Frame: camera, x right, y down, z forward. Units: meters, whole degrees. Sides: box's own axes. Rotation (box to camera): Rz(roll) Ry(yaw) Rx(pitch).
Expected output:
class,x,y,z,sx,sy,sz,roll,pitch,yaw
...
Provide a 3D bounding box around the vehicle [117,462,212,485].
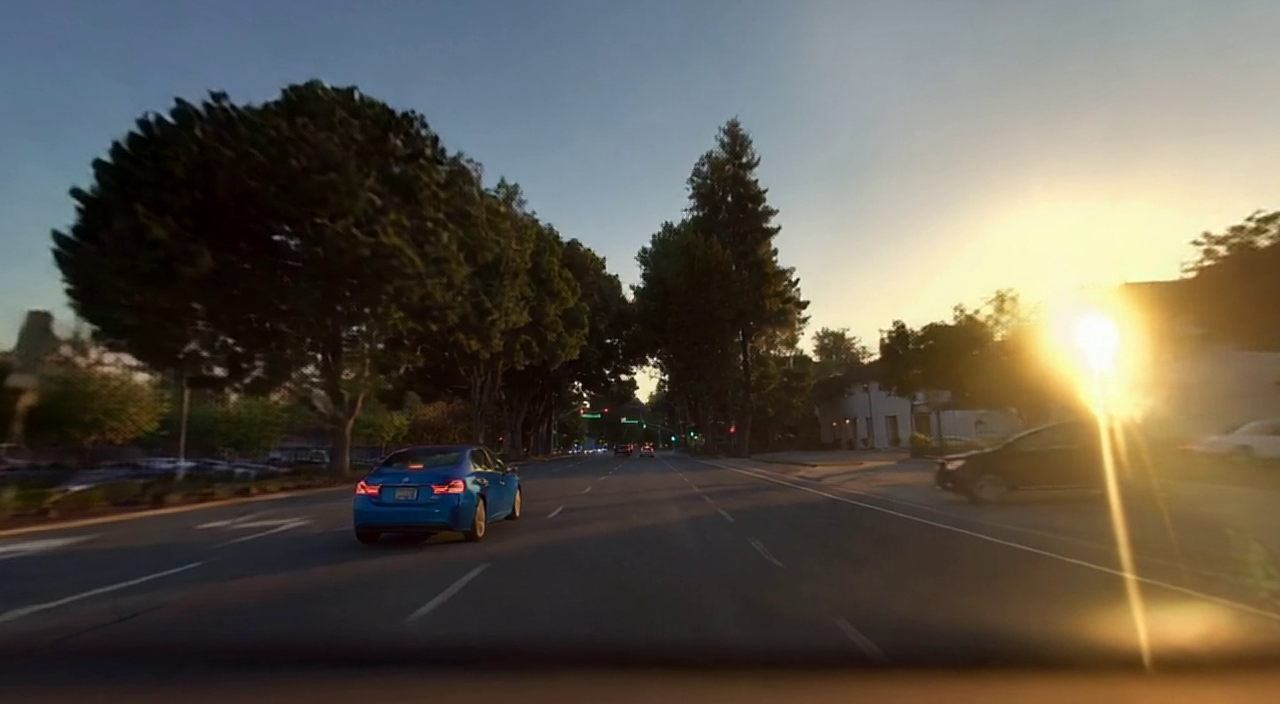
class,x,y,z,sx,sy,sz,roll,pitch,yaw
vehicle,-30.979,7.922,41.145,4.737,1.375,1.926,-1,-8,3

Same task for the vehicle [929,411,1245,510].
class,x,y,z,sx,sy,sz,roll,pitch,yaw
vehicle,8.465,2.110,12.497,4.511,1.720,2.131,-2,-8,11

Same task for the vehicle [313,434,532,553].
class,x,y,z,sx,sy,sz,roll,pitch,yaw
vehicle,-3.131,2.135,10.232,1.924,1.480,4.421,0,-9,1
